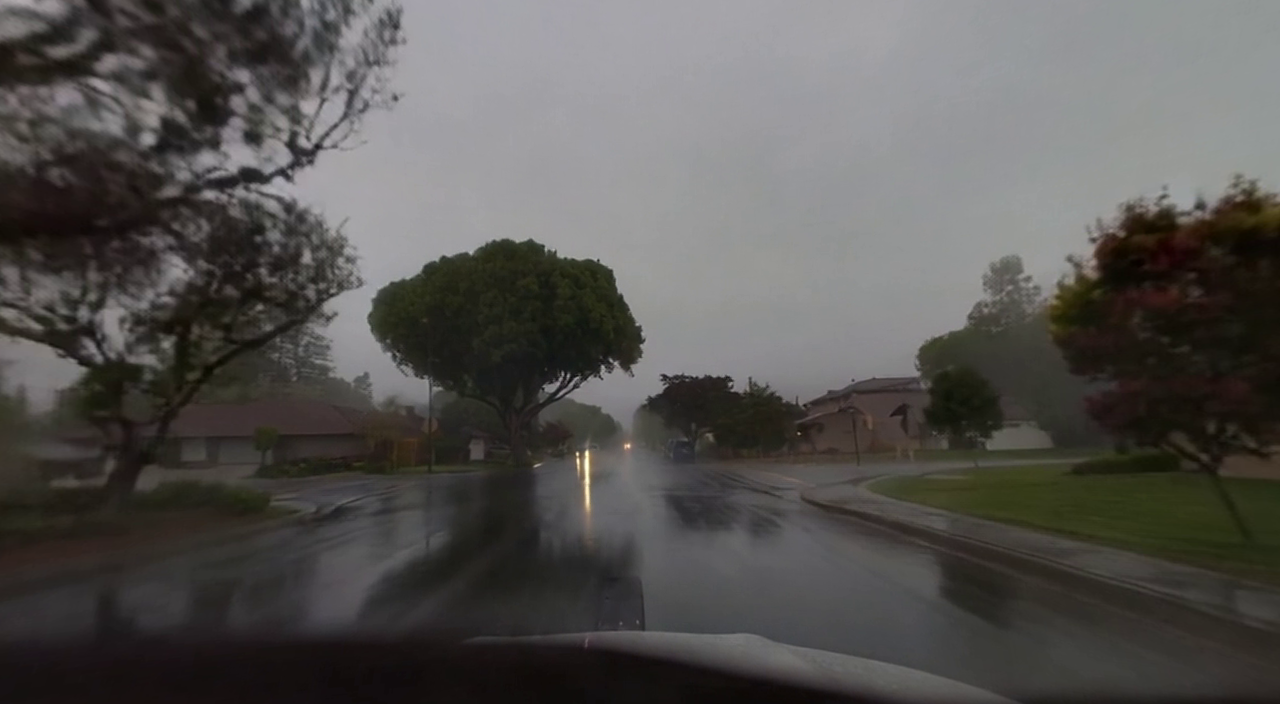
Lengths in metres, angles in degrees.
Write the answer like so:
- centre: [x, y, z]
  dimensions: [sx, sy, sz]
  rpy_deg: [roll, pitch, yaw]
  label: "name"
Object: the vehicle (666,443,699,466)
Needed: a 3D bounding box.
- centre: [2.945, 7.245, 44.807]
  dimensions: [1.881, 1.487, 4.183]
  rpy_deg: [0, -8, -3]
  label: "vehicle"
